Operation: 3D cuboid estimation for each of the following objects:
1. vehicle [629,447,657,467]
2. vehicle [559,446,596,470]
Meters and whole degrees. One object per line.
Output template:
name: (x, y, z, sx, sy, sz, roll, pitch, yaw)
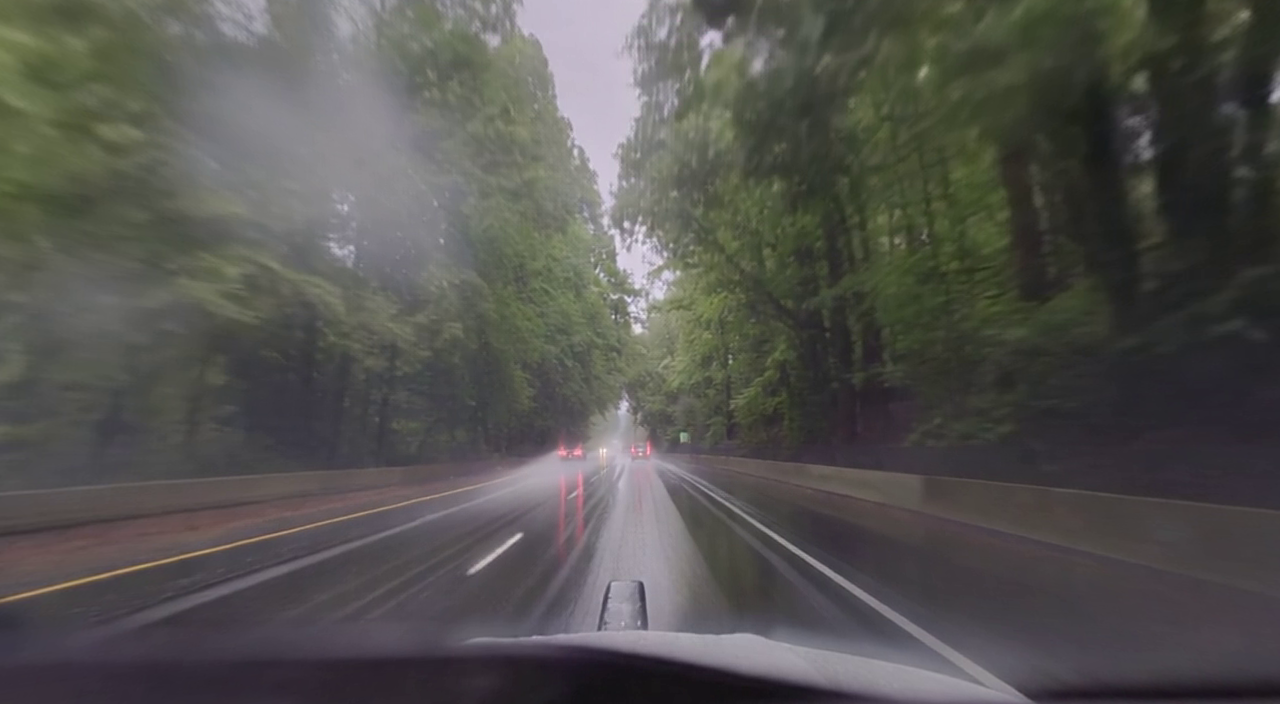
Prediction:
vehicle: (0.225, 8.016, 48.157, 1.989, 1.402, 3.831, 0, -9, 0)
vehicle: (-4.106, 7.056, 42.119, 2.112, 1.498, 4.117, 0, -9, -1)
